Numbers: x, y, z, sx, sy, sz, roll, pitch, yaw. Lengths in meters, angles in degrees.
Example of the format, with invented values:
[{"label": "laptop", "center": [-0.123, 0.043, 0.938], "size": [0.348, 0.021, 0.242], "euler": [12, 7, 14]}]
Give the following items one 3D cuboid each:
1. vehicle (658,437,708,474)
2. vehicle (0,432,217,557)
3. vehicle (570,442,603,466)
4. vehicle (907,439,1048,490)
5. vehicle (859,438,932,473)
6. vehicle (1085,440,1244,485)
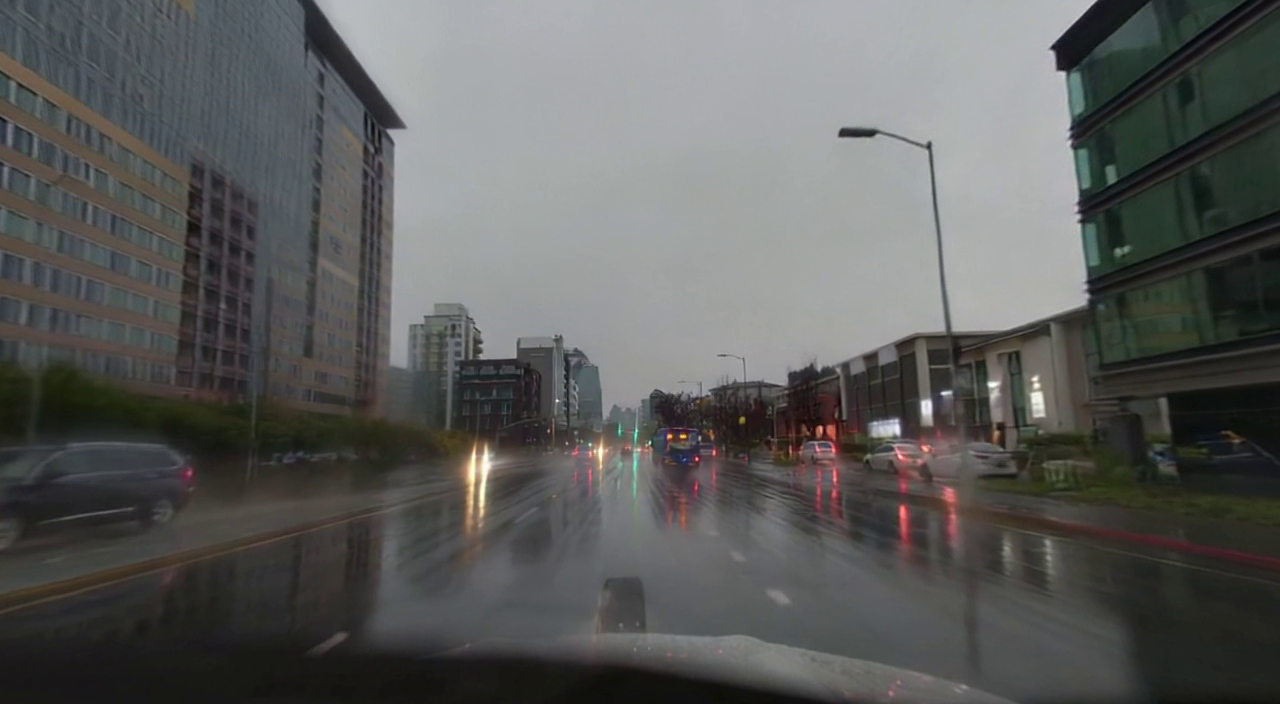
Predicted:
[{"label": "vehicle", "center": [2.159, 5.402, 33.212], "size": [2.130, 1.787, 5.126], "euler": [0, -9, -2]}, {"label": "vehicle", "center": [-8.787, 2.033, 9.406], "size": [1.969, 1.489, 4.522], "euler": [-2, -9, -2]}, {"label": "vehicle", "center": [-3.790, 7.359, 45.556], "size": [2.046, 1.617, 4.601], "euler": [0, -9, -2]}, {"label": "vehicle", "center": [11.861, 3.949, 22.689], "size": [1.954, 1.483, 4.742], "euler": [-2, -8, -7]}, {"label": "vehicle", "center": [14.008, 5.720, 35.048], "size": [2.019, 1.819, 4.909], "euler": [0, -9, 0]}, {"label": "vehicle", "center": [20.124, 4.252, 24.575], "size": [2.013, 1.548, 4.579], "euler": [1, -9, -5]}]
